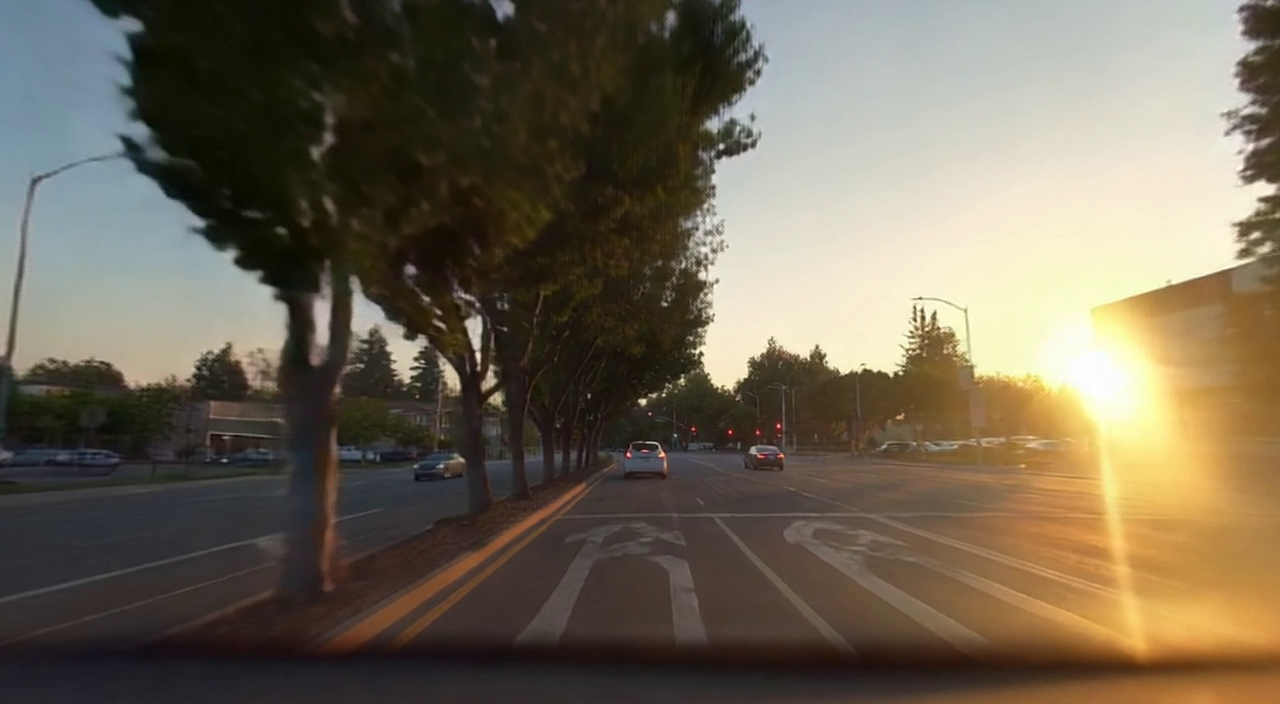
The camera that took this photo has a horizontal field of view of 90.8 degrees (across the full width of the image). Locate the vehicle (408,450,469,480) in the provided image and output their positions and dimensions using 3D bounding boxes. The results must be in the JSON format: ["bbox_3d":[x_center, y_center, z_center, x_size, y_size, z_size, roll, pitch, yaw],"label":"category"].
[{"bbox_3d":[-11.054,6.207,35.002,1.907,1.485,4.293,0,-9,1],"label":"vehicle"}]

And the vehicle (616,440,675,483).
[{"bbox_3d":[0.171,4.141,24.116,2.064,1.477,3.968,0,-9,0],"label":"vehicle"}]
